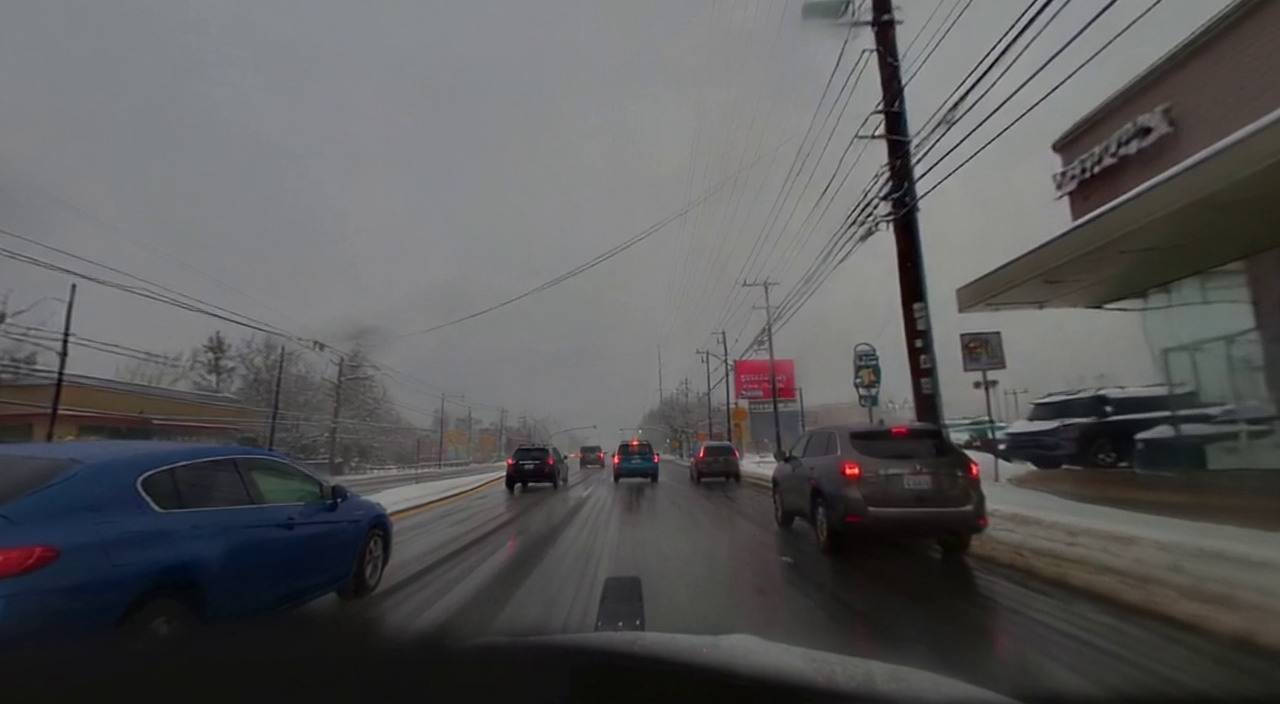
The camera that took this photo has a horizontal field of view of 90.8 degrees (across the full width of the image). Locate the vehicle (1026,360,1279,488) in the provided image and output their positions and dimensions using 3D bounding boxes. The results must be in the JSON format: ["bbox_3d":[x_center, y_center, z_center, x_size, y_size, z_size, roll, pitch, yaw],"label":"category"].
[{"bbox_3d":[12.551,1.866,15.799,2.477,2.665,5.203,0,-8,1],"label":"vehicle"}]

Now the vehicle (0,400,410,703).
[{"bbox_3d":[-3.231,1.166,3.791,2.022,1.498,4.471,0,-8,0],"label":"vehicle"}]

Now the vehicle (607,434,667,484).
[{"bbox_3d":[-0.153,4.479,26.757,2.326,1.925,4.253,0,-8,-1],"label":"vehicle"}]

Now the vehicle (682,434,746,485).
[{"bbox_3d":[2.969,4.417,26.282,2.026,1.904,4.102,0,-8,-1],"label":"vehicle"}]

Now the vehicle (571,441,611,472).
[{"bbox_3d":[-3.342,7.319,44.618,2.405,2.009,5.909,0,-8,-1],"label":"vehicle"}]

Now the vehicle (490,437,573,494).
[{"bbox_3d":[-3.448,3.687,20.844,2.051,1.671,3.861,0,-8,0],"label":"vehicle"}]

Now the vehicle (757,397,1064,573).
[{"bbox_3d":[3.407,1.810,9.400,2.282,1.897,4.915,0,-8,-1],"label":"vehicle"}]
